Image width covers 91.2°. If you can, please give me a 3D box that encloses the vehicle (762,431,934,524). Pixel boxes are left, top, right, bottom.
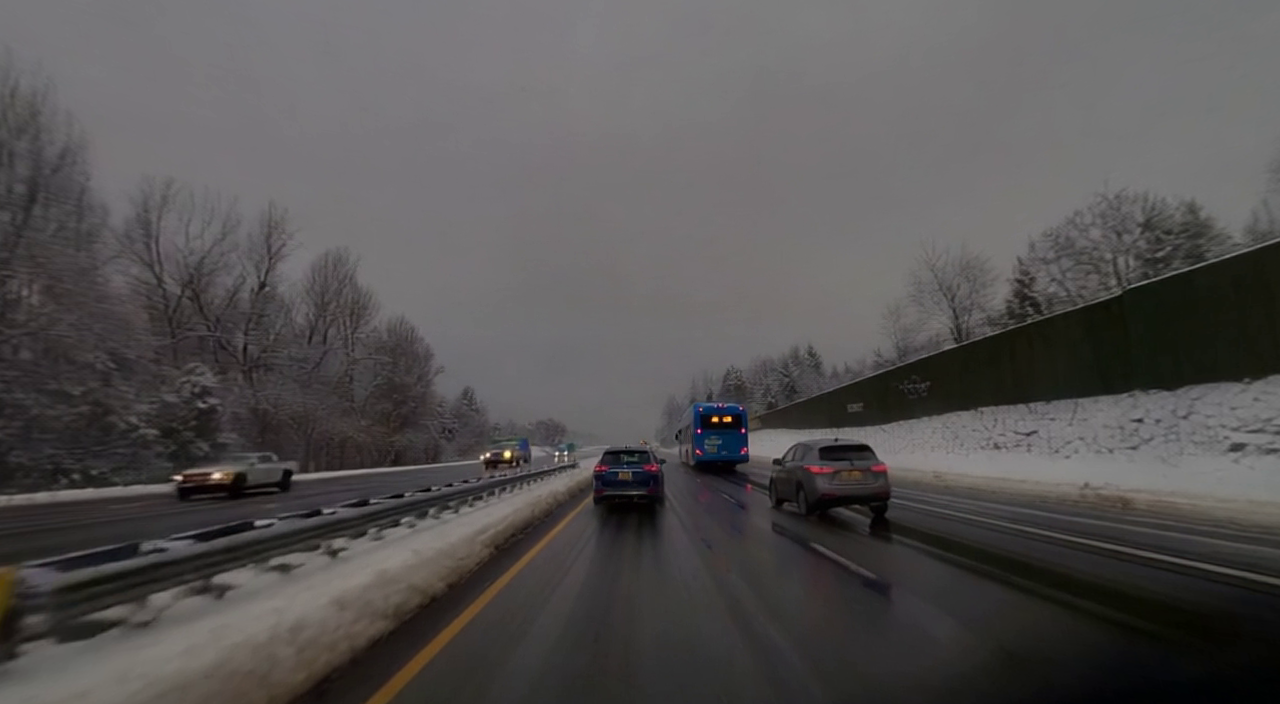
[{"bbox_3d":[3.841,2.393,12.410,1.995,1.507,3.915,0,-9,-1],"label":"vehicle"}]

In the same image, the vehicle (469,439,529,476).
[{"bbox_3d":[-8.287,6.256,37.378,2.319,1.983,4.918,-1,-9,1],"label":"vehicle"}]

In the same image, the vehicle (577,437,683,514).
[{"bbox_3d":[-0.223,2.854,14.931,2.160,1.532,4.073,0,-9,0],"label":"vehicle"}]

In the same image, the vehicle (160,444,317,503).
[{"bbox_3d":[-12.812,3.885,20.442,2.090,1.680,4.456,-1,-9,1],"label":"vehicle"}]

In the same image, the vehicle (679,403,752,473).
[{"bbox_3d":[4.151,5.263,37.587,3.055,3.479,12.521,-1,-9,1],"label":"vehicle"}]
